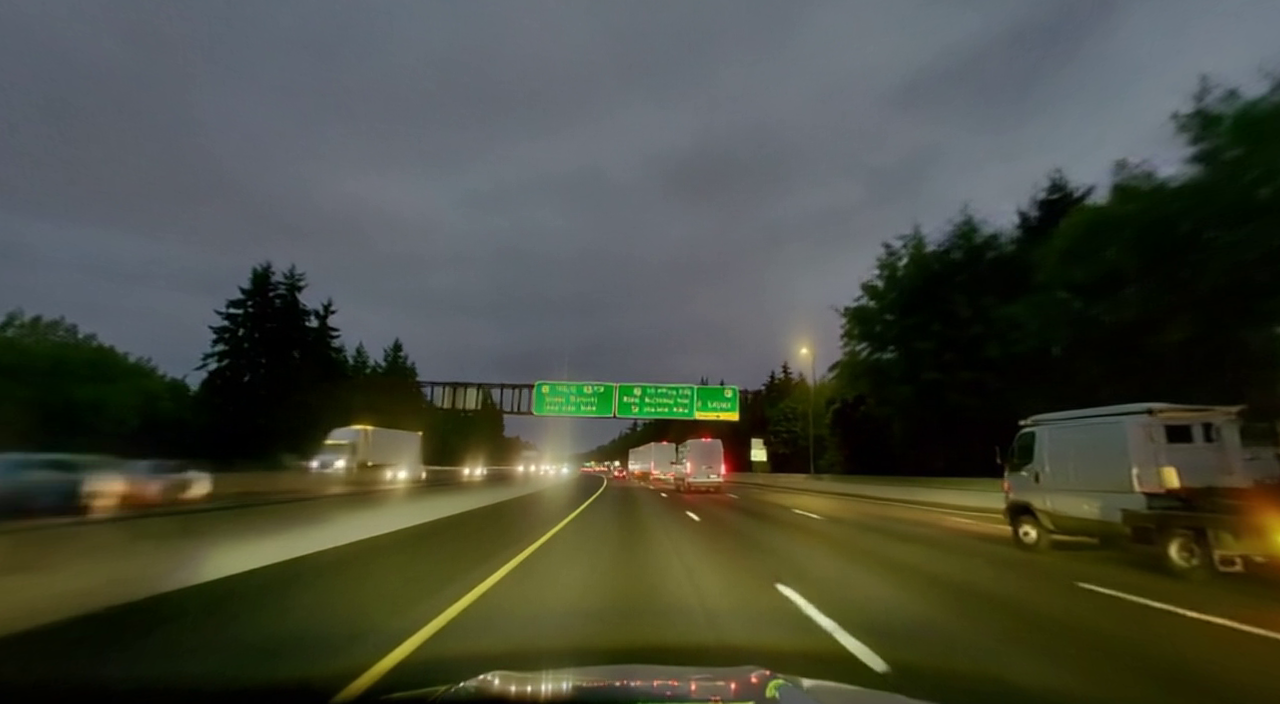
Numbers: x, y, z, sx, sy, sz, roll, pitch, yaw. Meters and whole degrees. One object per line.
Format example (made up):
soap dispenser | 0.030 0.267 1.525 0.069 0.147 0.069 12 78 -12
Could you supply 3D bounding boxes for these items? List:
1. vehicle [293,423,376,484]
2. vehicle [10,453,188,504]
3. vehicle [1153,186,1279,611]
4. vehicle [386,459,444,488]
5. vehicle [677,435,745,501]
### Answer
vehicle | -21.760 7.368 45.199 2.923 3.992 5.858 1 -10 -1
vehicle | -17.531 4.136 20.714 1.875 1.453 4.480 1 -10 -1
vehicle | 7.667 -0.613 0.268 2.866 4.102 14.351 1 -10 0
vehicle | -14.298 7.771 40.264 1.996 1.658 4.607 1 -10 0
vehicle | 3.033 5.204 28.223 2.291 2.639 5.280 1 -10 -2
